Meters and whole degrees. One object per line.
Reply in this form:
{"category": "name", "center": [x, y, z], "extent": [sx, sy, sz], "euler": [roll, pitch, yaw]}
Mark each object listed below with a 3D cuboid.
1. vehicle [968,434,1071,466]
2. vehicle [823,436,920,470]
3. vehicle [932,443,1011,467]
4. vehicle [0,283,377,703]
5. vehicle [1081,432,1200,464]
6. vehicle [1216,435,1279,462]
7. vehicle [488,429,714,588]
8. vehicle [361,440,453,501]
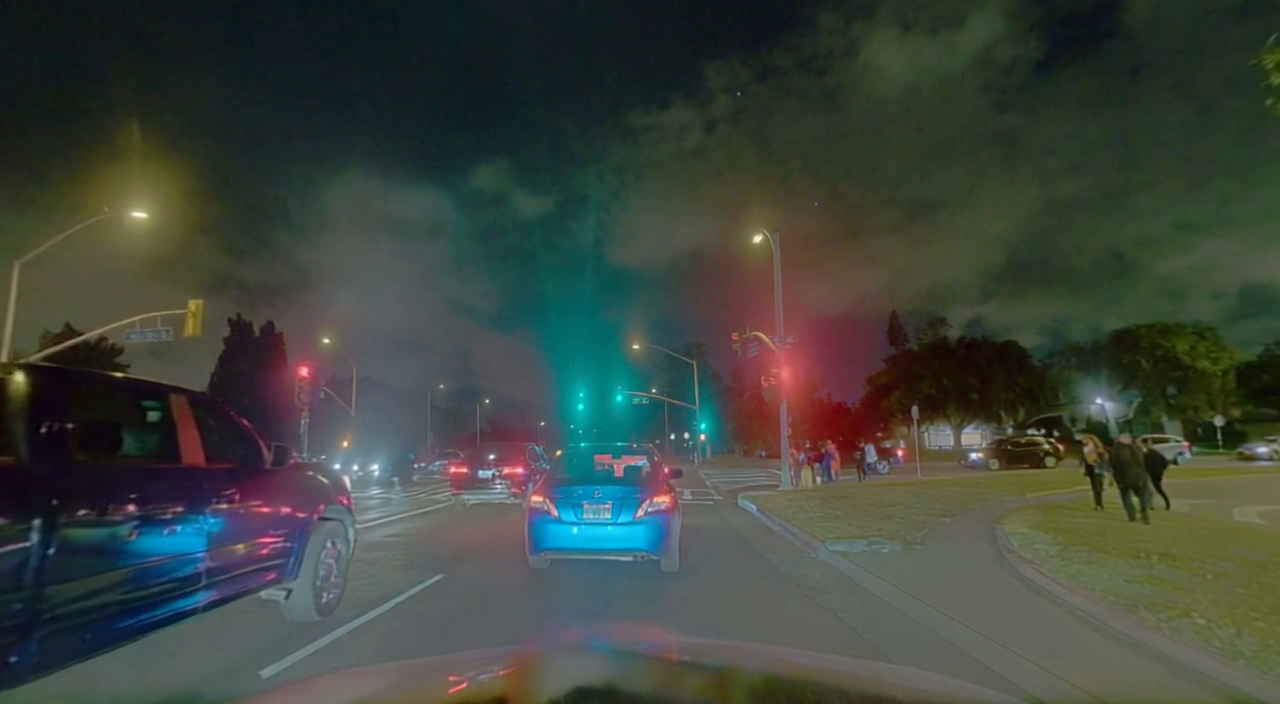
{"category": "vehicle", "center": [21.940, 5.661, 36.554], "extent": [4.529, 1.786, 2.110], "euler": [0, -9, 2]}
{"category": "vehicle", "center": [12.216, 5.359, 33.458], "extent": [4.394, 1.724, 1.886], "euler": [0, -9, 1]}
{"category": "vehicle", "center": [21.218, 6.586, 40.393], "extent": [3.983, 1.443, 1.831], "euler": [0, -9, 1]}
{"category": "vehicle", "center": [-3.662, 0.840, 3.396], "extent": [2.202, 1.961, 4.980], "euler": [0, -9, 1]}
{"category": "vehicle", "center": [28.937, 5.579, 36.563], "extent": [4.967, 1.794, 2.044], "euler": [-1, -9, 3]}
{"category": "vehicle", "center": [36.249, 5.503, 36.001], "extent": [4.643, 1.464, 1.840], "euler": [-1, -9, 3]}
{"category": "vehicle", "center": [-0.366, 1.831, 8.284], "extent": [2.144, 1.497, 4.446], "euler": [0, -9, 0]}
{"category": "vehicle", "center": [-7.562, 3.835, 20.979], "extent": [2.026, 1.755, 5.167], "euler": [2, -9, -11]}
